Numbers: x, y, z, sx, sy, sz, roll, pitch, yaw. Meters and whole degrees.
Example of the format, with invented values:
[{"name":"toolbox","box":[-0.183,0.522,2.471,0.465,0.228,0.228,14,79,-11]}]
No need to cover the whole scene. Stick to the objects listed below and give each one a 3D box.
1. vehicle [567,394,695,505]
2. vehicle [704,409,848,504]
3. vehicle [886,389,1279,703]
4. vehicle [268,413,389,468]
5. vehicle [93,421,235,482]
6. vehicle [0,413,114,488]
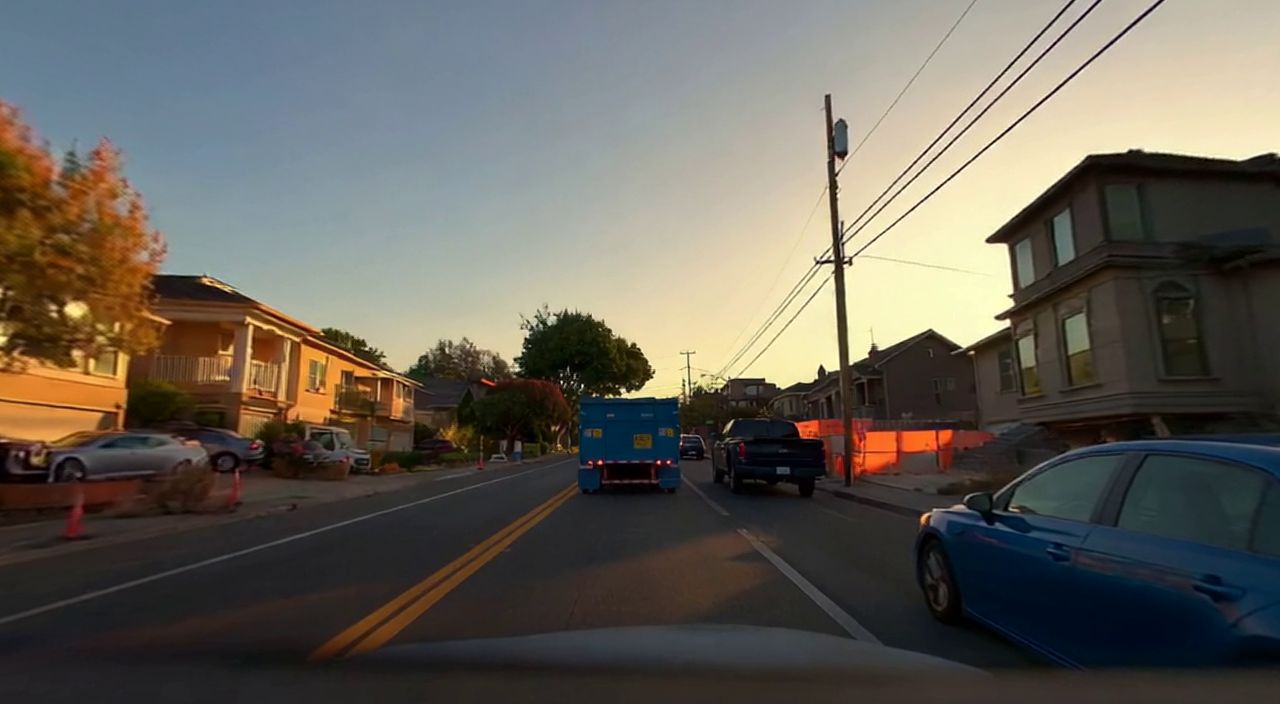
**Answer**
[{"name":"vehicle","box":[-0.132,2.590,17.003,2.751,2.361,6.347,1,-8,1]},{"name":"vehicle","box":[3.168,2.634,16.200,2.486,1.993,5.667,0,-8,0]},{"name":"vehicle","box":[3.020,1.002,2.841,2.010,1.499,4.481,0,-8,0]},{"name":"vehicle","box":[-13.390,3.908,27.556,2.475,2.157,5.567,0,-8,-1]},{"name":"vehicle","box":[-14.952,3.150,20.094,2.010,1.721,4.499,2,-9,-16]},{"name":"vehicle","box":[-16.889,2.593,16.697,4.184,1.831,1.940,-1,-8,8]}]
